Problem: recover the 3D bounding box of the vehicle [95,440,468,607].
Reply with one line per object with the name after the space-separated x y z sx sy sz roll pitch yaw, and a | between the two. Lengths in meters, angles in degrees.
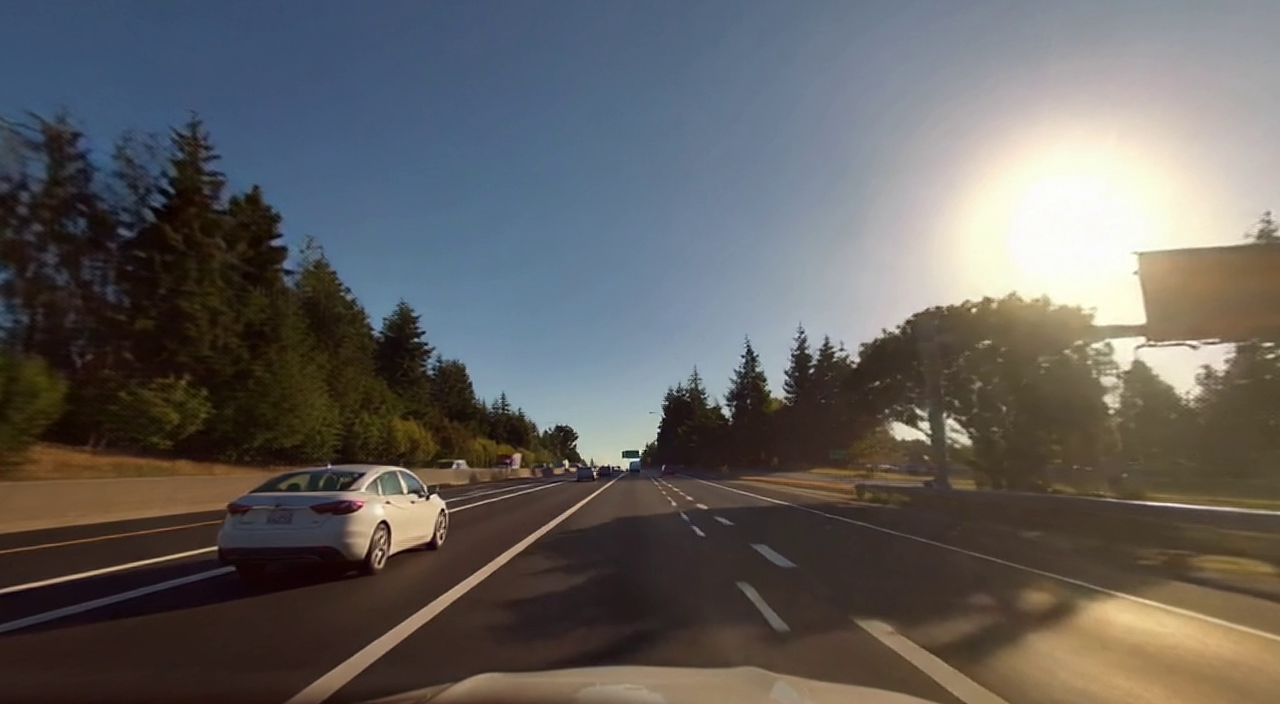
-3.803 1.945 7.891 1.998 1.427 4.462 1 -11 0 | vehicle
